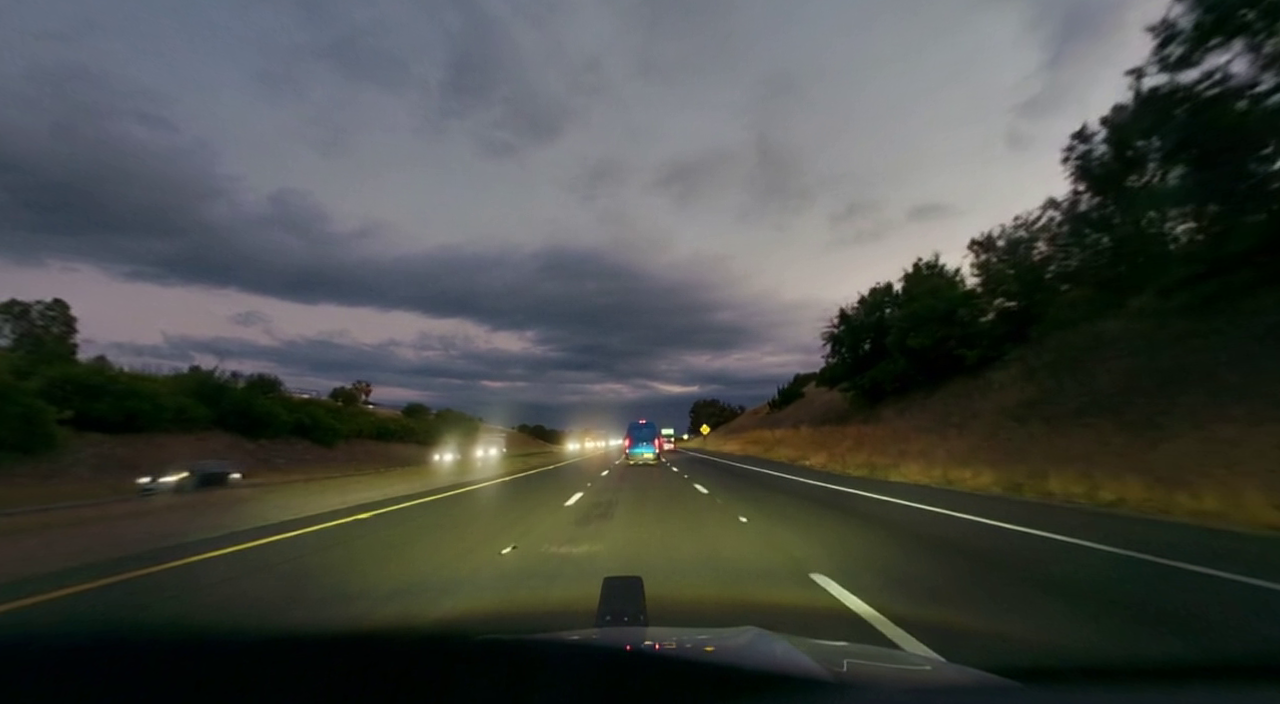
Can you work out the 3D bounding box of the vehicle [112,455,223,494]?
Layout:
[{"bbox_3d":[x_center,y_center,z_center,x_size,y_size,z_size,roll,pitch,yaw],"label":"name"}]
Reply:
[{"bbox_3d":[-19.967,5.163,26.790,1.729,1.462,3.824,0,-8,0],"label":"vehicle"}]

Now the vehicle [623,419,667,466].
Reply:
[{"bbox_3d":[0.267,5.223,36.273,2.329,2.483,5.428,0,-8,0],"label":"vehicle"}]
